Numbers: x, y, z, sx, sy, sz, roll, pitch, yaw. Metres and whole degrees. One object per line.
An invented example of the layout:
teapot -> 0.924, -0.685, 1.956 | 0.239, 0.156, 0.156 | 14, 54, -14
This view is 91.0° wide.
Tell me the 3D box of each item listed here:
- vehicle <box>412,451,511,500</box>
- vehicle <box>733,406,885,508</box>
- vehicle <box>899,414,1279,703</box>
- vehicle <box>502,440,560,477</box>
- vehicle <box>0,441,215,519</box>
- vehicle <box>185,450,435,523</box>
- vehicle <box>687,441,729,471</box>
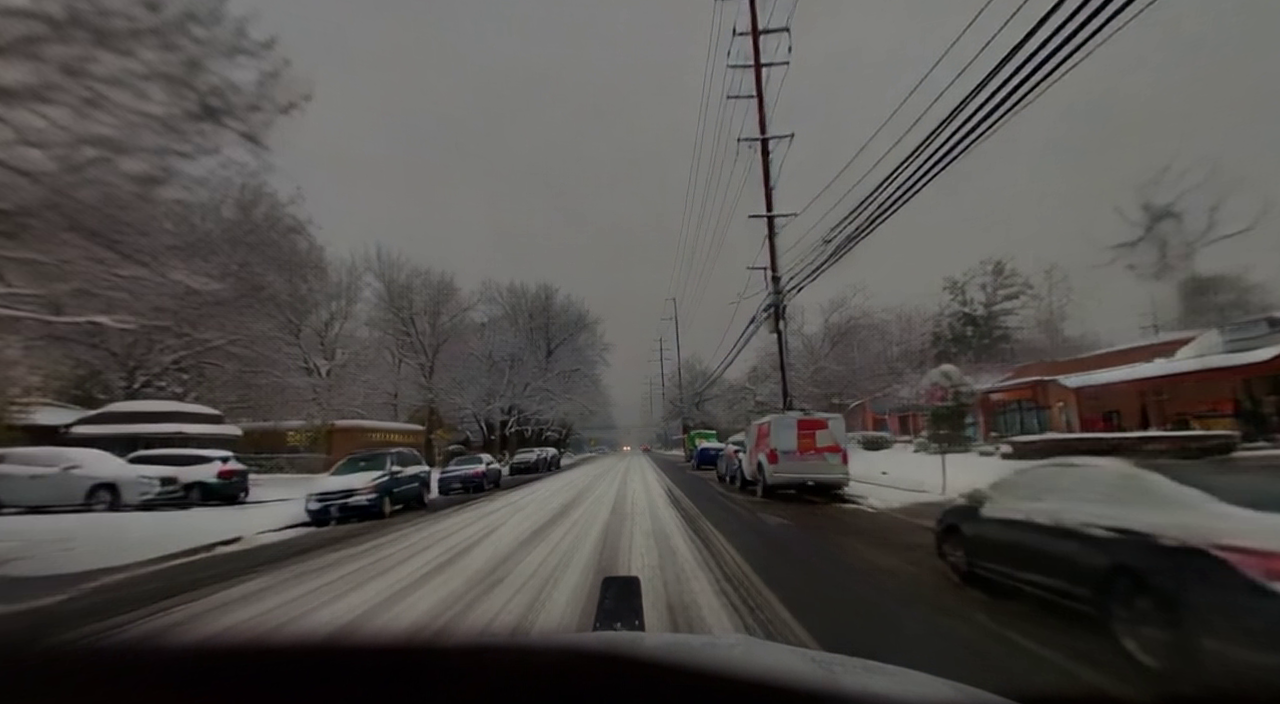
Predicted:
vehicle -> -6.122, 4.270, 22.247 | 2.048, 1.438, 4.728 | -2, -9, 1
vehicle -> 4.023, 2.671, 16.244 | 2.396, 2.164, 5.381 | 0, -9, 0
vehicle -> 3.678, 1.272, 4.445 | 1.876, 1.458, 4.468 | 0, -9, 1
vehicle -> -6.116, 6.072, 36.075 | 2.322, 1.913, 5.582 | 0, -9, 0
vehicle -> -13.270, 3.041, 15.184 | 4.528, 1.713, 1.947 | 0, -9, -1
vehicle -> -7.739, 3.176, 15.212 | 4.935, 1.454, 1.900 | -1, -8, -5
vehicle -> 3.800, 5.891, 35.832 | 1.848, 1.550, 4.054 | 0, -9, -1
